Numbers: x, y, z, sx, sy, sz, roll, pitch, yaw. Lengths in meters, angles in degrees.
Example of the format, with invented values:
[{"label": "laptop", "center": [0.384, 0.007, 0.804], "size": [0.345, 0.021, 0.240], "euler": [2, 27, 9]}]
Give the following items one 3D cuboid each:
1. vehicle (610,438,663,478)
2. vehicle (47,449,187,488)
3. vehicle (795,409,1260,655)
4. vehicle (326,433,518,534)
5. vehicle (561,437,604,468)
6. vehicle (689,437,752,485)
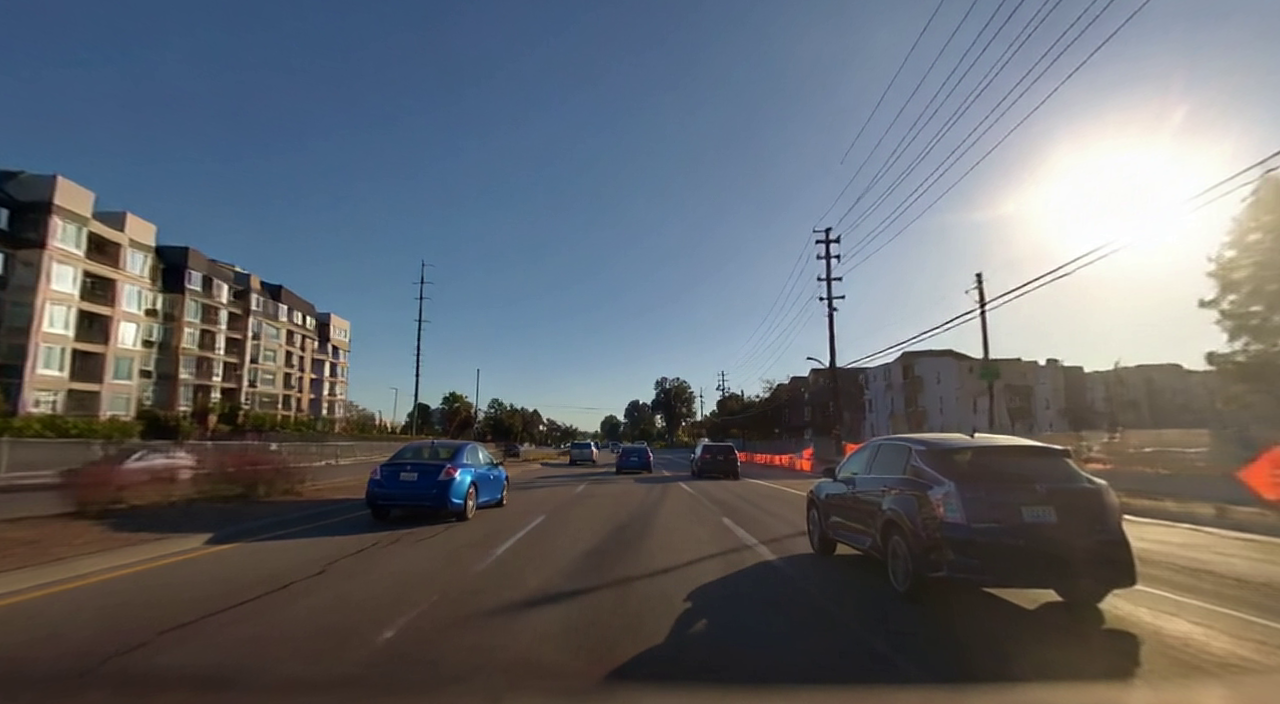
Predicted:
[{"label": "vehicle", "center": [-0.150, 4.857, 29.202], "size": [2.291, 1.714, 4.217], "euler": [0, -8, 0]}, {"label": "vehicle", "center": [-22.030, 4.871, 26.901], "size": [2.053, 1.472, 4.526], "euler": [0, -8, 0]}, {"label": "vehicle", "center": [3.044, 1.477, 6.216], "size": [1.975, 1.598, 4.025], "euler": [0, -8, 0]}, {"label": "vehicle", "center": [-3.633, 2.253, 11.483], "size": [1.968, 1.473, 4.209], "euler": [0, -8, 0]}, {"label": "vehicle", "center": [-3.573, 6.357, 40.117], "size": [2.190, 1.832, 4.417], "euler": [0, -8, 1]}, {"label": "vehicle", "center": [3.258, 4.492, 26.384], "size": [2.029, 1.797, 4.218], "euler": [0, -8, -1]}]
